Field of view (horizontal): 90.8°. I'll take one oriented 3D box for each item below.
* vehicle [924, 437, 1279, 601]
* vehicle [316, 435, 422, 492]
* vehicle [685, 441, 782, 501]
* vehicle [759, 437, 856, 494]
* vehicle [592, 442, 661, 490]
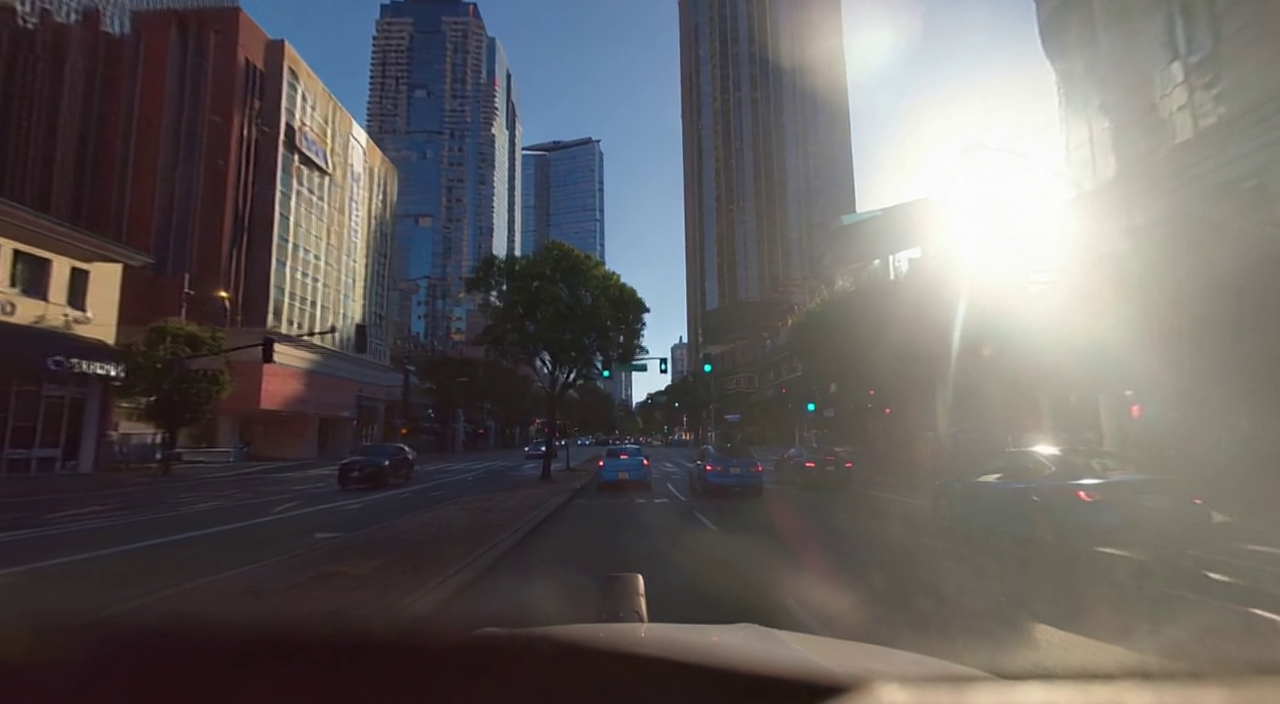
[{"bbox_3d":[5.793,1.899,8.211,1.914,1.484,4.639,0,-9,-2],"label":"vehicle"},{"bbox_3d":[-9.495,3.925,22.575,1.827,1.787,4.474,0,-9,-1],"label":"vehicle"},{"bbox_3d":[2.521,3.351,18.190,1.987,1.484,4.427,0,-9,-2],"label":"vehicle"},{"bbox_3d":[5.677,3.897,22.036,2.015,1.745,4.444,0,-9,-2],"label":"vehicle"},{"bbox_3d":[-0.440,3.788,21.337,2.096,1.457,4.160,0,-9,-1],"label":"vehicle"}]
